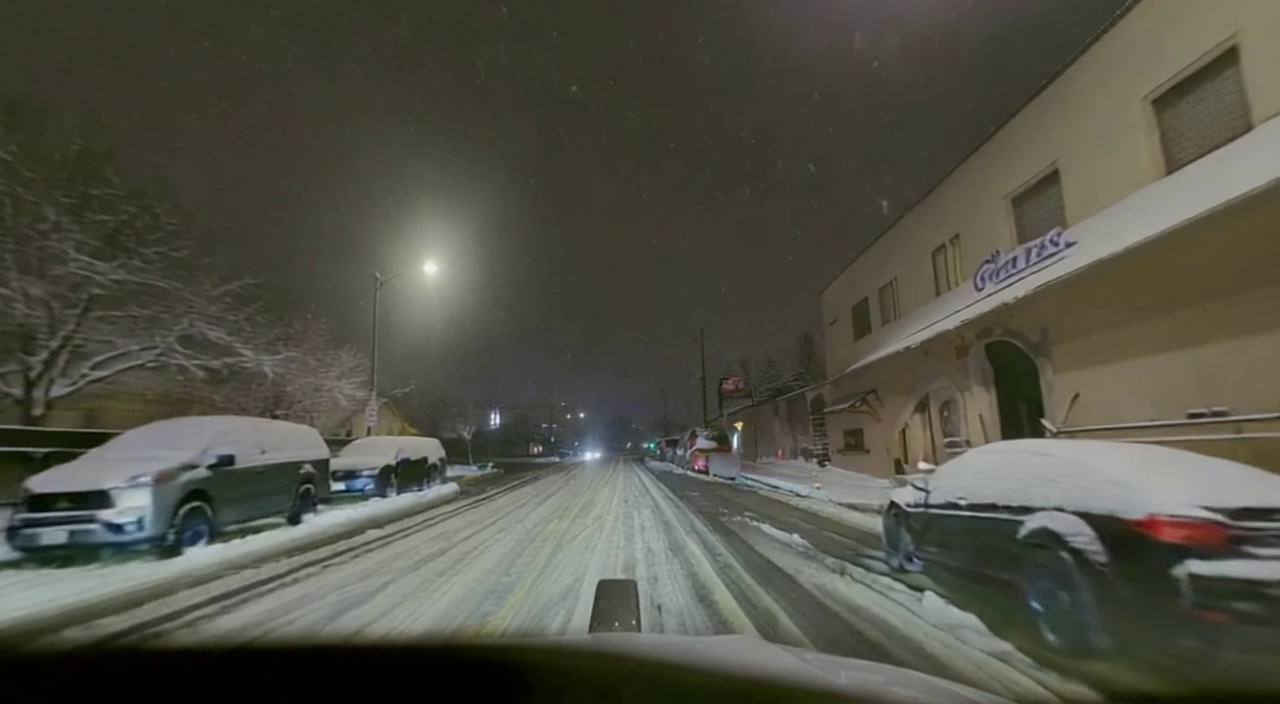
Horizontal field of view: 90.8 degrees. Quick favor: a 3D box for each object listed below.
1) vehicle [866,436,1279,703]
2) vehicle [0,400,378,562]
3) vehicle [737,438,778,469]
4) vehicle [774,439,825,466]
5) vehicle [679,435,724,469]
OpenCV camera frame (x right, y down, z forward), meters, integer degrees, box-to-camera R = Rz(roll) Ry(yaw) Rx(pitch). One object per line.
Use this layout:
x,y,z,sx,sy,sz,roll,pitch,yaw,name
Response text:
3.989,1.543,5.726,2.050,1.475,4.613,2,-7,-2,vehicle
-6.845,1.982,10.587,2.504,1.919,5.658,-1,-8,0,vehicle
7.365,6.449,39.882,1.911,1.685,3.764,3,-12,0,vehicle
10.124,6.378,40.347,1.980,1.606,4.097,1,-8,-4,vehicle
3.646,6.058,38.496,2.158,1.900,5.376,0,-8,-1,vehicle
